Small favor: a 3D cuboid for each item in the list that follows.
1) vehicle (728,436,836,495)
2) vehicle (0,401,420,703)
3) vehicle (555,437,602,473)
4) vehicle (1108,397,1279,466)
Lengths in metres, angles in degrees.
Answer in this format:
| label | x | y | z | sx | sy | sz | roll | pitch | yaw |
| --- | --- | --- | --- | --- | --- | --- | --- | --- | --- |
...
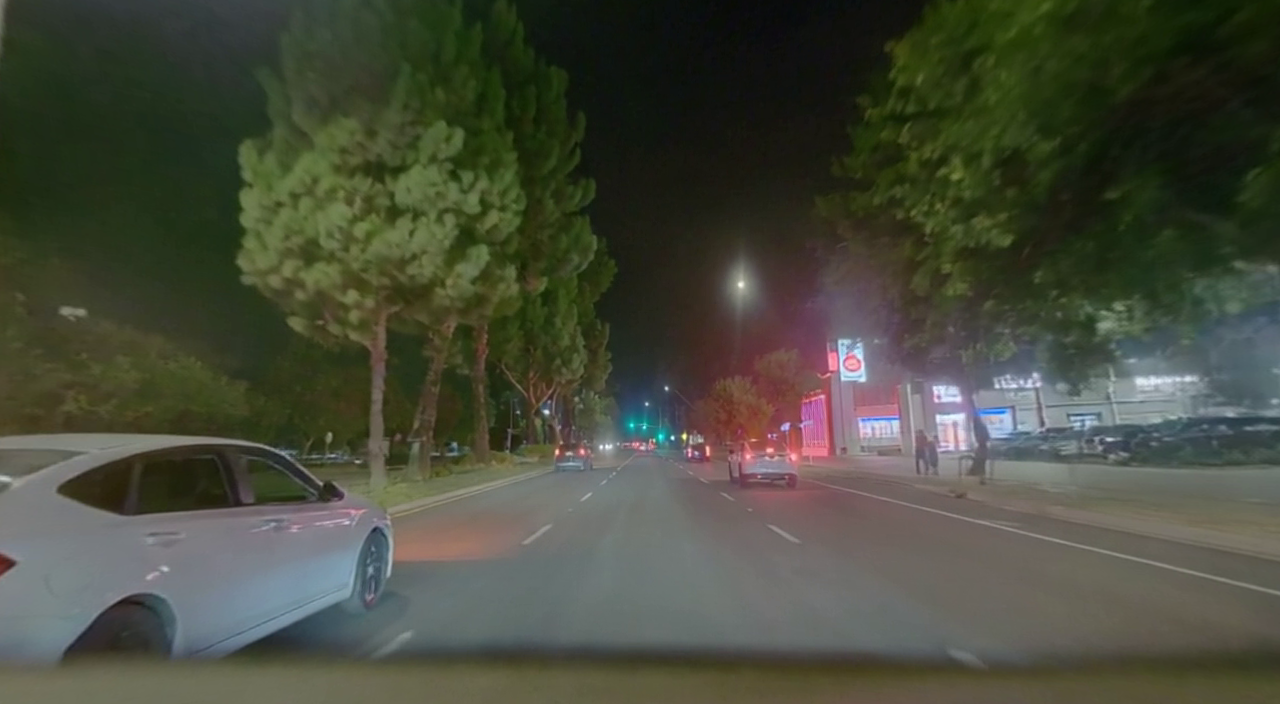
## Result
| label | x | y | z | sx | sy | sz | roll | pitch | yaw |
| --- | --- | --- | --- | --- | --- | --- | --- | --- | --- |
| vehicle | 4.004 | 3.284 | 18.655 | 2.036 | 1.480 | 4.659 | 0 | -8 | -1 |
| vehicle | -2.999 | 1.056 | 3.038 | 2.082 | 1.460 | 4.922 | 0 | -8 | 0 |
| vehicle | -3.127 | 5.329 | 32.917 | 1.981 | 1.731 | 4.360 | -1 | -8 | 1 |
| vehicle | 20.285 | 2.698 | 21.688 | 2.705 | 2.011 | 7.332 | -3 | -8 | 1 |
